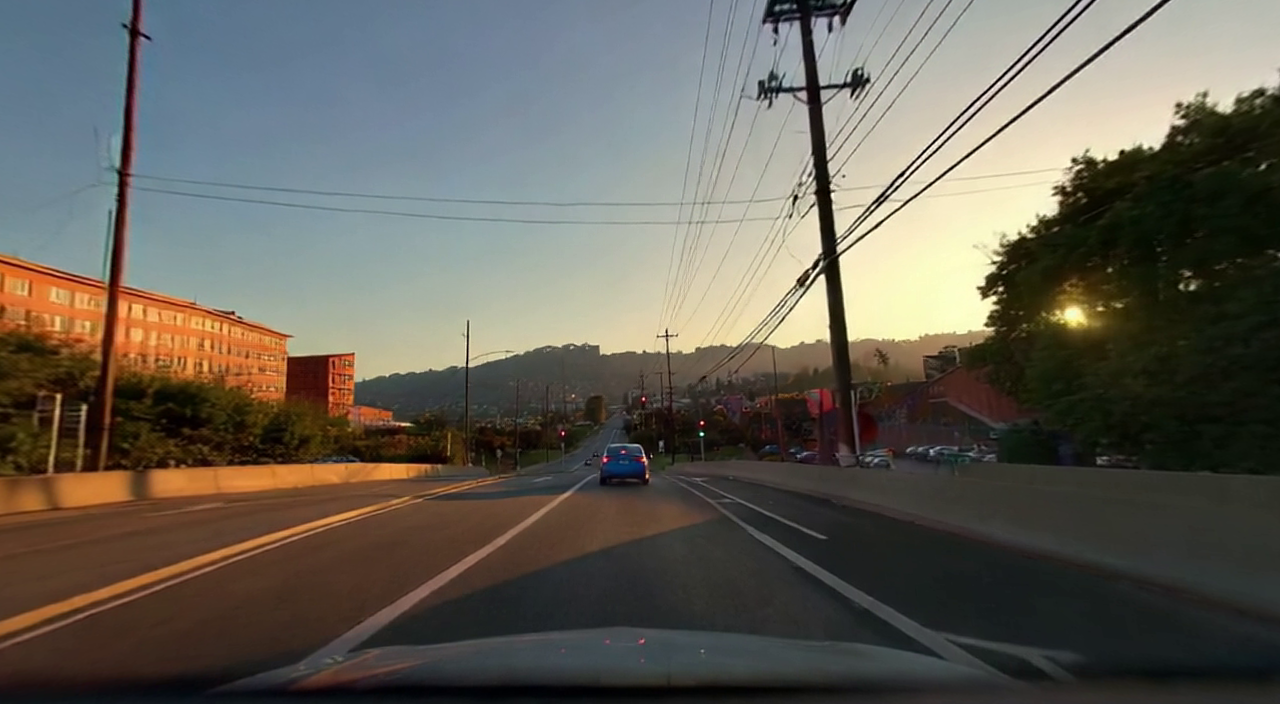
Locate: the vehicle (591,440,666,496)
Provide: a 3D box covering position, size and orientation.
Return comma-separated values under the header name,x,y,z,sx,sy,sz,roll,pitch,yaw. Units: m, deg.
name,x,y,z,sx,sy,sz,roll,pitch,yaw
vehicle,-0.392,3.563,19.843,2.123,1.566,3.662,0,-8,-2
